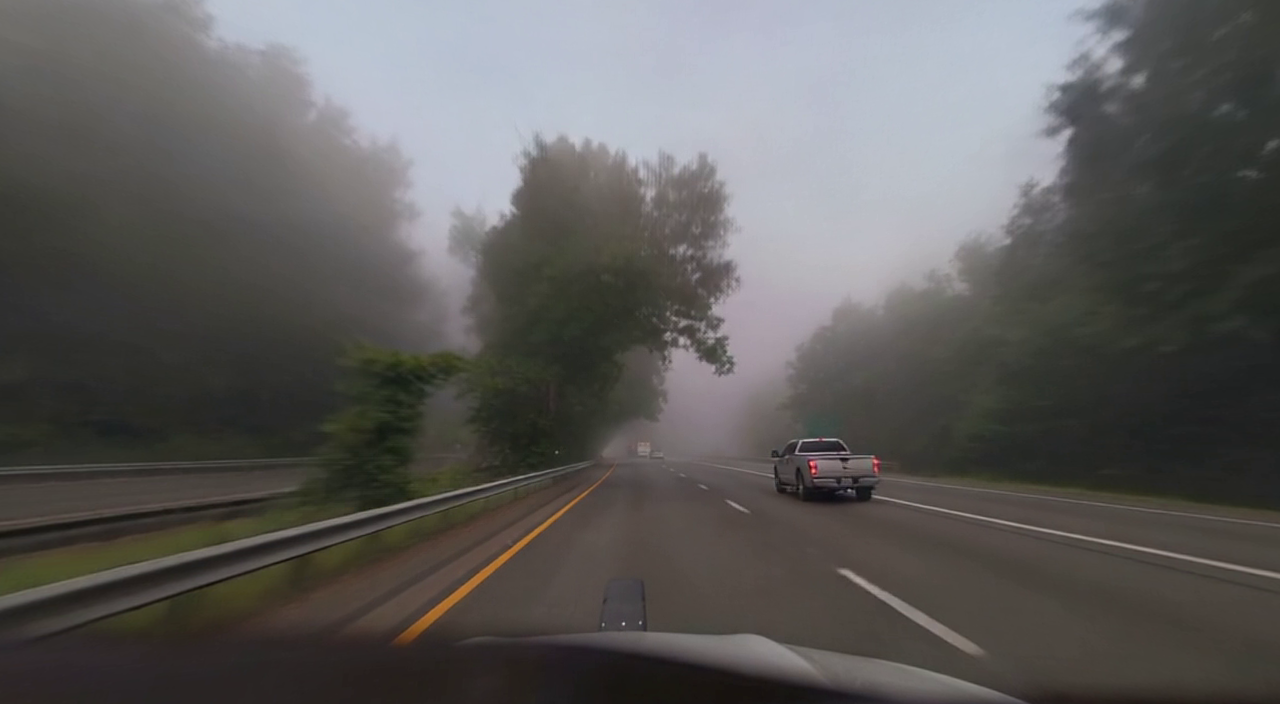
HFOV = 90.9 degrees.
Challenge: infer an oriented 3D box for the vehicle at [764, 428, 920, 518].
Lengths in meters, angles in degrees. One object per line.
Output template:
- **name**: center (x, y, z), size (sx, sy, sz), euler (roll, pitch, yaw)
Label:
- **vehicle**: center (4.223, 2.608, 14.041), size (1.933, 1.663, 4.440), euler (0, -9, -1)
